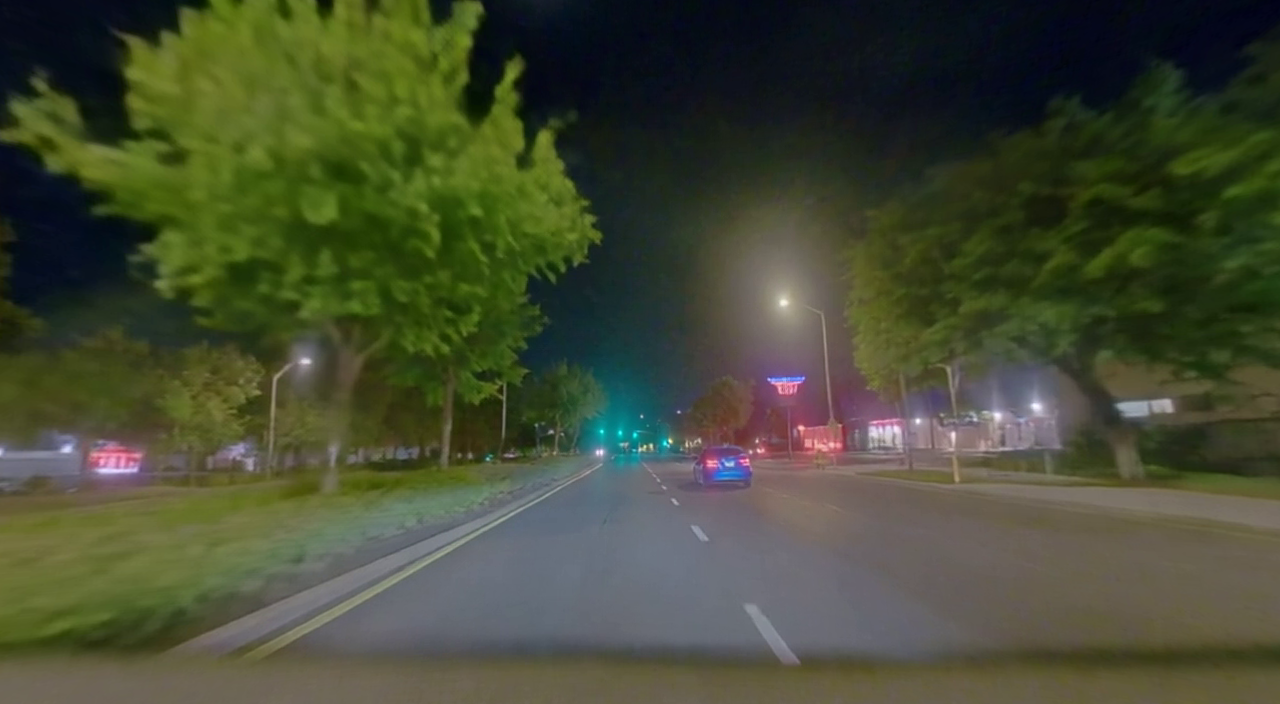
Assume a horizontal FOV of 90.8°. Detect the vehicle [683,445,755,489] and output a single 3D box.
[{"bbox_3d":[2.743,4.088,22.791,1.929,1.411,4.284,0,-8,-2],"label":"vehicle"}]
